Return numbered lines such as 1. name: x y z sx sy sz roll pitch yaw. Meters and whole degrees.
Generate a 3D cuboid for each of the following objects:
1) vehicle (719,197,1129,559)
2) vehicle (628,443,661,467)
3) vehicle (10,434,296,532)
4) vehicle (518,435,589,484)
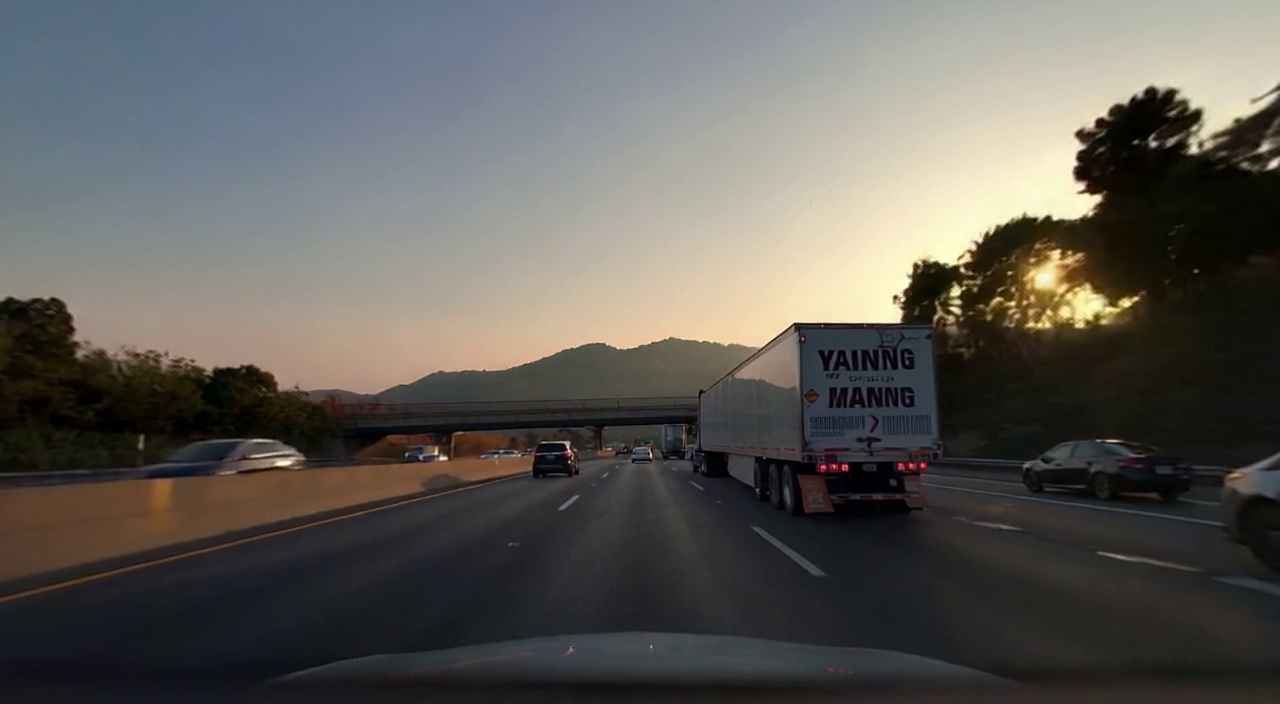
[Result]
1. vehicle: 3.859 1.141 13.286 2.821 4.077 12.562 0 -9 0
2. vehicle: 0.260 6.756 41.411 2.063 1.469 4.208 0 -9 -1
3. vehicle: -9.043 2.435 12.375 2.080 1.546 4.386 0 -9 0
4. vehicle: -3.236 4.133 24.532 2.058 1.711 4.226 0 -9 1
